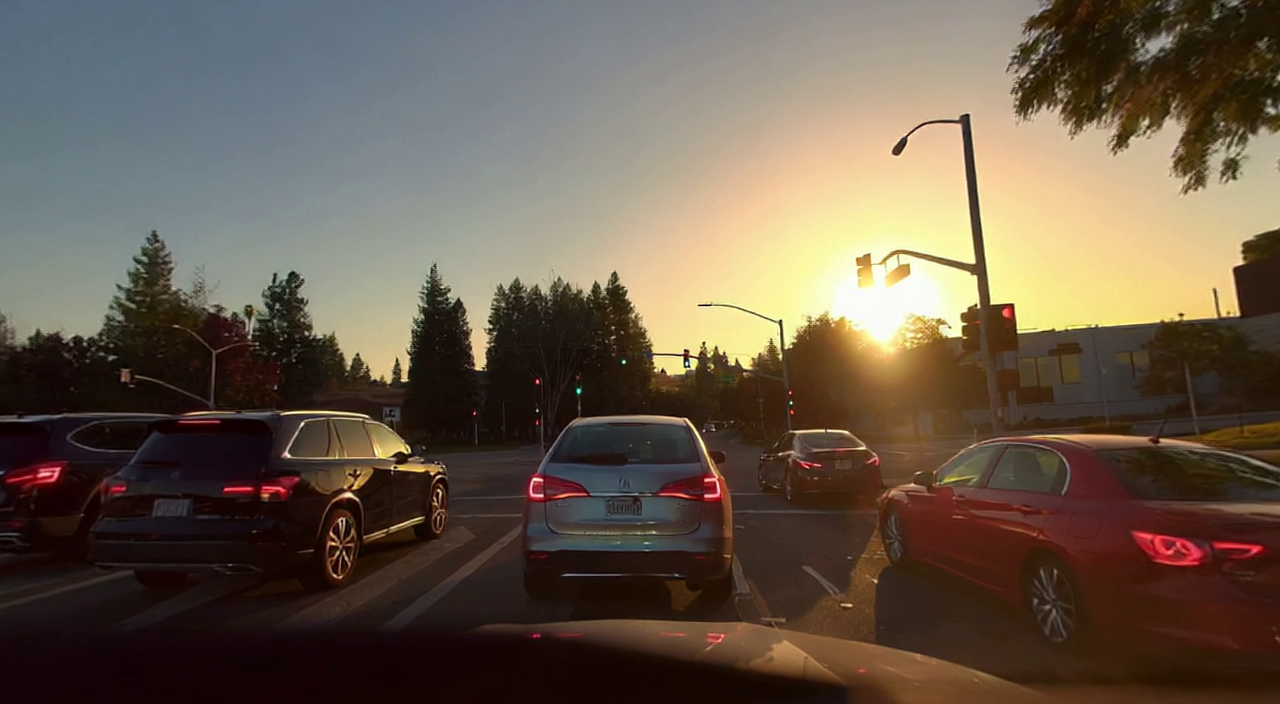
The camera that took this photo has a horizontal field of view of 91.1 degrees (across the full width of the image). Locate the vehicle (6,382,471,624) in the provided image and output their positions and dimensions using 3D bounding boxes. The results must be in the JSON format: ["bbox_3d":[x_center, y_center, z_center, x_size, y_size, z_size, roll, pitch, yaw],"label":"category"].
[{"bbox_3d":[-3.558,1.421,6.858,2.014,1.755,4.360,0,-8,3],"label":"vehicle"}]

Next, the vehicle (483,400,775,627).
[{"bbox_3d":[-0.053,1.401,6.300,2.047,1.579,3.642,0,-8,1],"label":"vehicle"}]

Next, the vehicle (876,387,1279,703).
[{"bbox_3d":[3.578,1.201,4.594,2.010,1.486,4.498,0,-8,1],"label":"vehicle"}]
